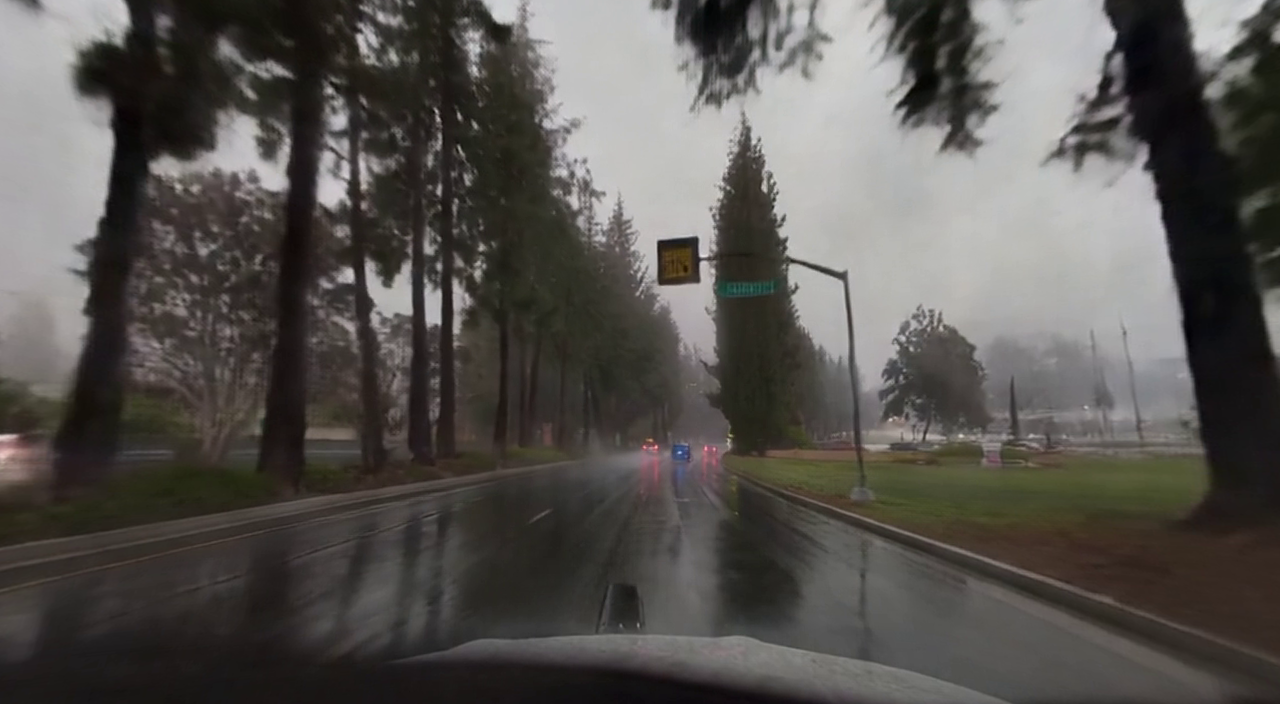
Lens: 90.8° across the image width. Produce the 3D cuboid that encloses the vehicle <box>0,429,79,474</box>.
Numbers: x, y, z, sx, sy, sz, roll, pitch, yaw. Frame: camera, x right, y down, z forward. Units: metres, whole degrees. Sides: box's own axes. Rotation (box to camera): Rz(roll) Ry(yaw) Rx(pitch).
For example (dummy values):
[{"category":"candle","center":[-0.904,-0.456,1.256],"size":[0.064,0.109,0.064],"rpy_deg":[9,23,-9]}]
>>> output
[{"category":"vehicle","center":[-43.710,6.919,43.941],"size":[2.231,3.026,6.377],"rpy_deg":[-4,-9,26]}]
